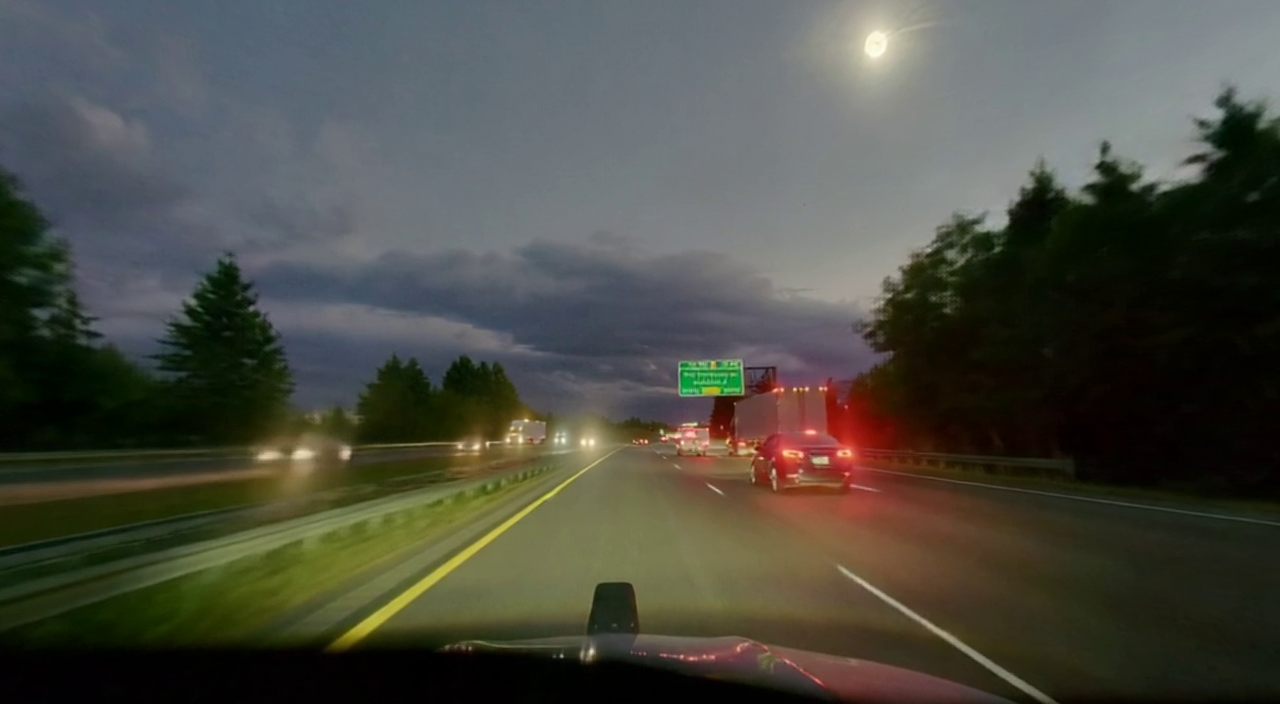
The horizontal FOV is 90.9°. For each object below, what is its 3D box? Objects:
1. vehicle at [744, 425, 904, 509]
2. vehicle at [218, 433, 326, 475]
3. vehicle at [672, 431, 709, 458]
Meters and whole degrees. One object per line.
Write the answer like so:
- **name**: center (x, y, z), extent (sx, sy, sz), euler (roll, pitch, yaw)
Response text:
- **vehicle**: center (3.735, 2.406, 13.754), extent (1.986, 1.501, 4.529), euler (0, -8, -2)
- **vehicle**: center (-13.421, 3.725, 23.254), extent (1.752, 1.411, 3.734), euler (0, -8, 0)
- **vehicle**: center (3.308, 6.169, 42.078), extent (2.011, 1.672, 4.415), euler (0, -8, -2)
